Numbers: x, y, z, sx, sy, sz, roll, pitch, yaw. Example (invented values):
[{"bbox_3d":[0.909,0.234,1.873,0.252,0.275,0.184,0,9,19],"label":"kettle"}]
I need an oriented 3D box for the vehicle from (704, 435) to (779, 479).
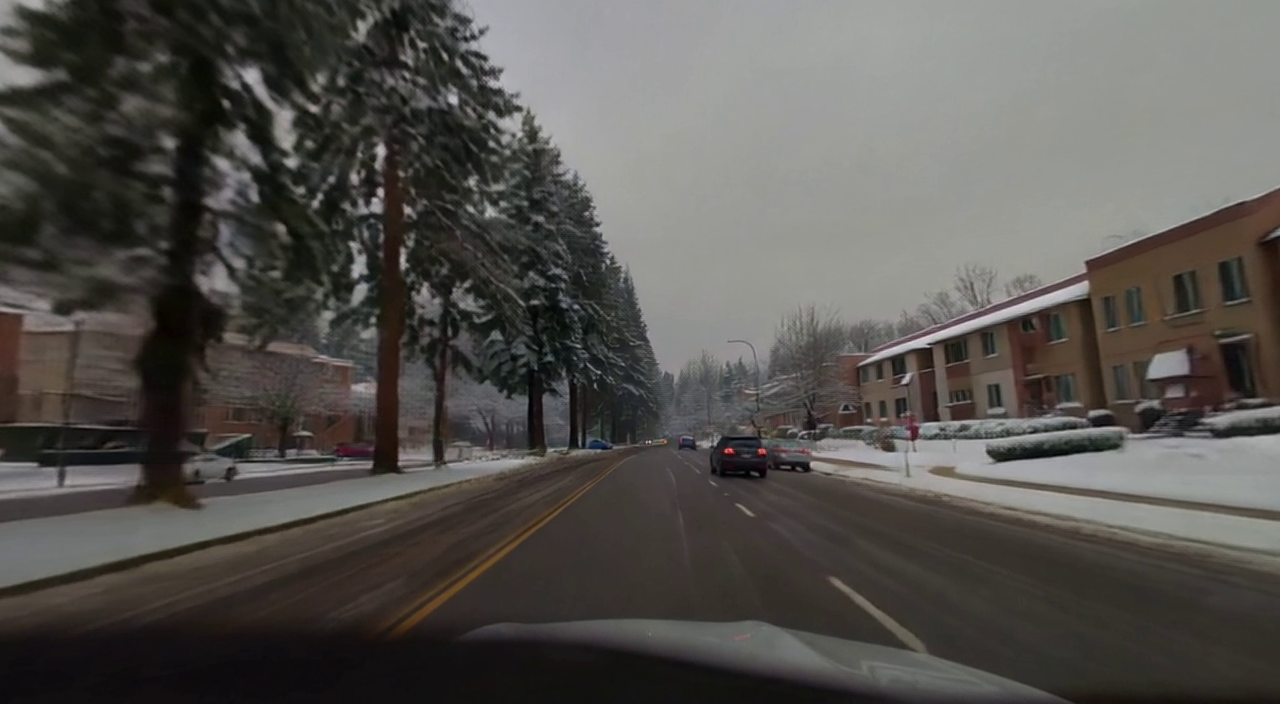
[{"bbox_3d":[3.753,3.969,24.186,2.128,1.502,4.572,0,-8,0],"label":"vehicle"}]

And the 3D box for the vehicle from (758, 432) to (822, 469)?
[{"bbox_3d":[7.496,4.989,31.995,2.121,1.727,4.789,0,-8,0],"label":"vehicle"}]

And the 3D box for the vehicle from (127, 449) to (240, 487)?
[{"bbox_3d":[-22.329,5.642,31.135,1.883,1.671,4.779,0,-8,2],"label":"vehicle"}]

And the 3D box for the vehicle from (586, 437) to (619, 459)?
[{"bbox_3d":[-2.659,6.913,45.558,2.049,1.485,4.656,0,-8,1],"label":"vehicle"}]
